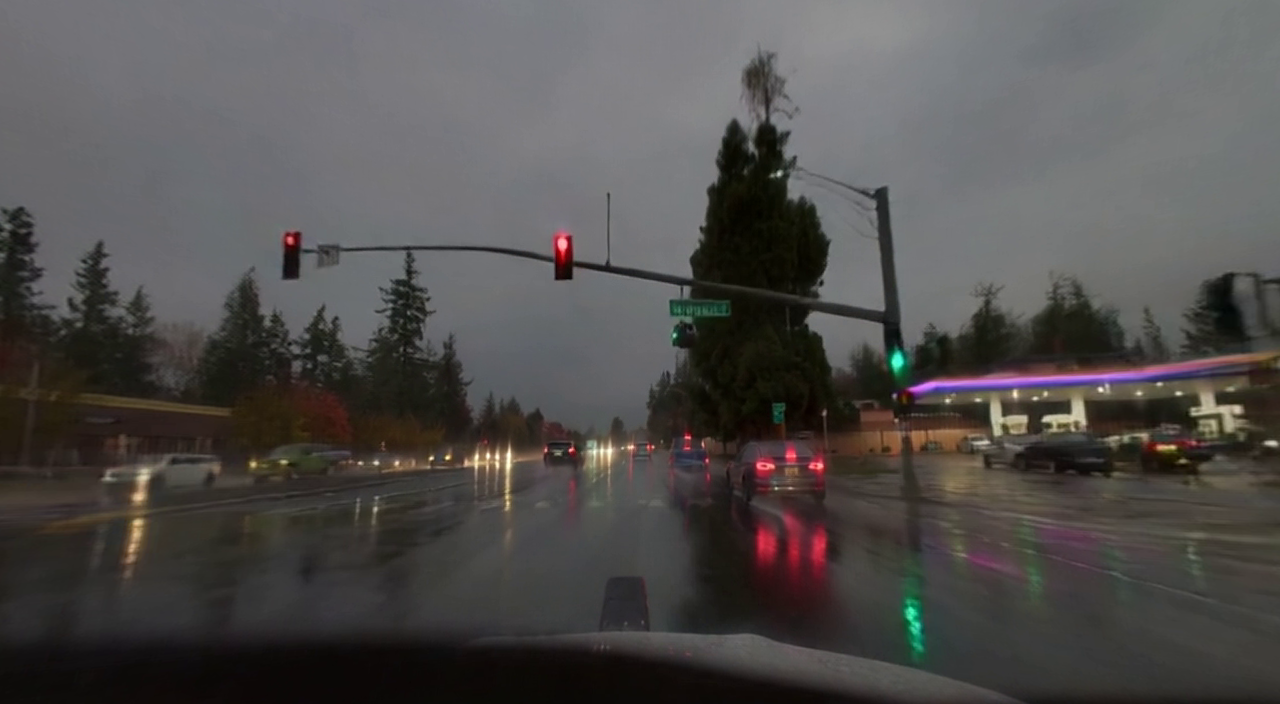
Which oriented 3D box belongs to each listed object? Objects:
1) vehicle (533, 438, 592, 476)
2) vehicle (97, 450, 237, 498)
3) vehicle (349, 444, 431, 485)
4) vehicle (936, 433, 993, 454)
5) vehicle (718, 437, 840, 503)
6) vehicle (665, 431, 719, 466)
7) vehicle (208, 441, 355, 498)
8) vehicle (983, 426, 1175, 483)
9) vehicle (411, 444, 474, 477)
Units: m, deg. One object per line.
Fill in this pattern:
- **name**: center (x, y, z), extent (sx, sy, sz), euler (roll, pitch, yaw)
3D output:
- **vehicle**: center (-3.733, 5.153, 31.119), extent (2.250, 1.713, 4.422), euler (0, -8, 1)
- **vehicle**: center (-18.358, 4.724, 24.766), extent (2.150, 1.654, 4.279), euler (0, -8, 0)
- **vehicle**: center (-11.298, 5.072, 28.842), extent (1.909, 1.467, 4.522), euler (-2, -6, 0)
- **vehicle**: center (24.191, 6.856, 47.158), extent (1.921, 1.463, 4.380), euler (0, -8, 0)
- **vehicle**: center (3.461, 3.042, 16.736), extent (2.095, 1.475, 4.686), euler (0, -8, -1)
- **vehicle**: center (3.433, 6.579, 43.199), extent (3.245, 2.199, 6.295), euler (0, -8, 1)
- **vehicle**: center (-11.553, 3.776, 20.801), extent (2.091, 1.644, 4.645), euler (0, -8, 0)
- **vehicle**: center (17.209, 3.992, 25.389), extent (2.766, 1.917, 6.394), euler (-1, -7, -5)
- **vehicle**: center (-11.248, 6.176, 36.279), extent (2.004, 1.509, 4.932), euler (-1, -6, 1)
